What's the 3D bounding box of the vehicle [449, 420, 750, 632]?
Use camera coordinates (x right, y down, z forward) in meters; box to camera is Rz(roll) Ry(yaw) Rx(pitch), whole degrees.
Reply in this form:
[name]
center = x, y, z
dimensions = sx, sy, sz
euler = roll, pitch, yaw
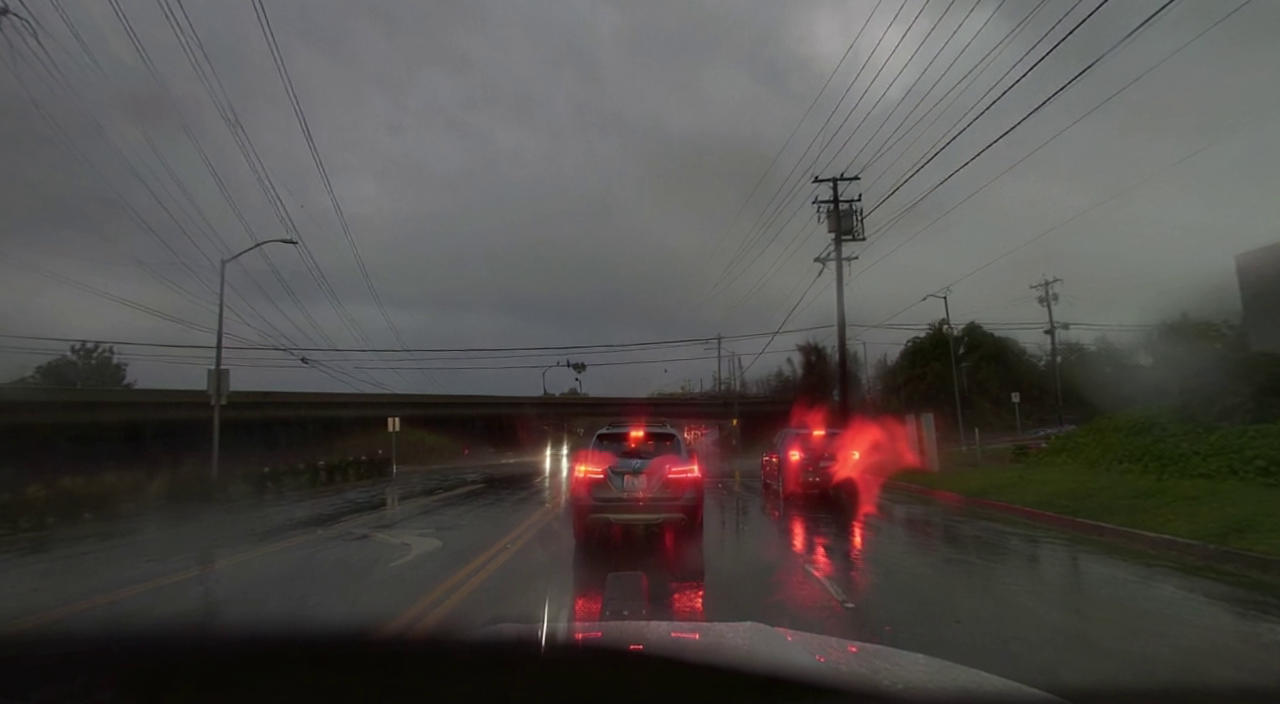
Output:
[vehicle]
center = -0.245, 1.520, 6.465
dimensions = 2.090, 1.458, 4.033
euler = -1, -9, 1
